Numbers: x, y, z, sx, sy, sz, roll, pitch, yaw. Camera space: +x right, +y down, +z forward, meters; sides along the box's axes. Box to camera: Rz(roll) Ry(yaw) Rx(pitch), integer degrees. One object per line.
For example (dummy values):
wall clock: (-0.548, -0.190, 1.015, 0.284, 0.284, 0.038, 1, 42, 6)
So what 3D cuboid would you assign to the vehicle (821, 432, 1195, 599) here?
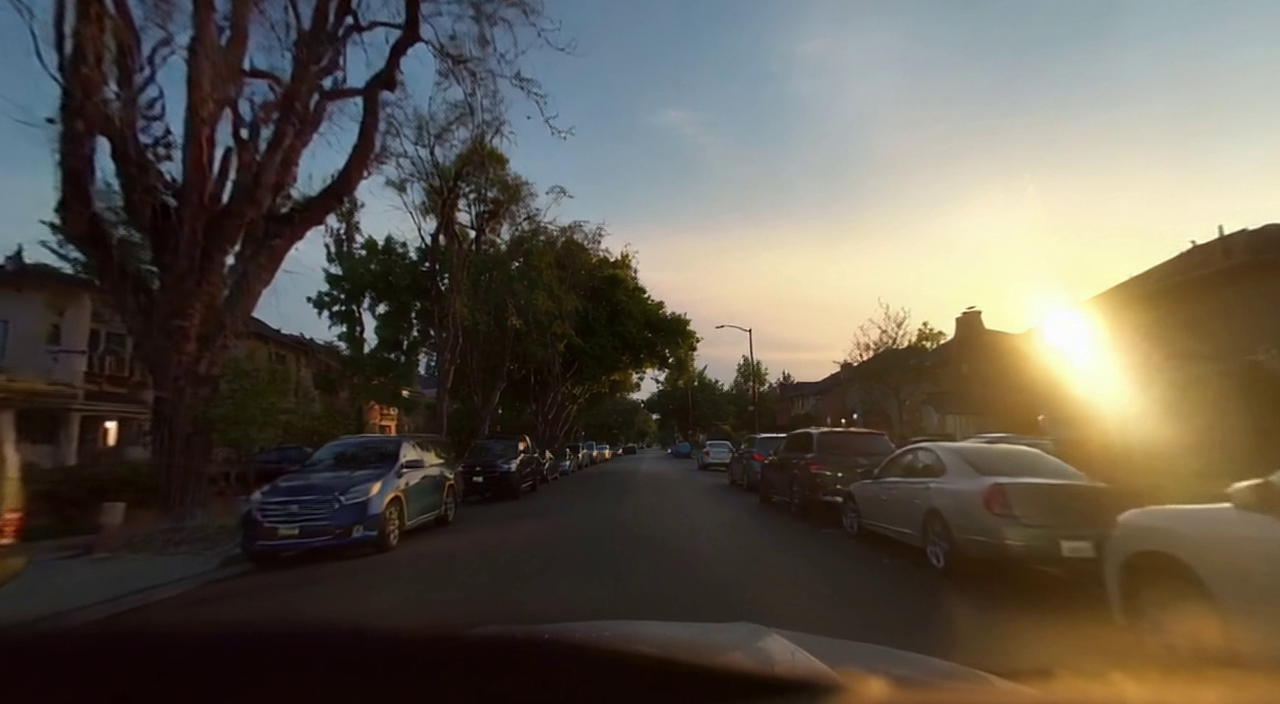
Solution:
vehicle: (3.880, 1.755, 7.779, 1.808, 1.437, 4.337, 1, -8, -3)

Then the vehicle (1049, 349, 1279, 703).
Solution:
vehicle: (3.789, 0.728, 1.931, 1.994, 1.710, 4.699, 0, -8, 1)

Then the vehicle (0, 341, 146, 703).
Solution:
vehicle: (-4.935, 0.756, 1.959, 2.390, 2.123, 5.371, 0, -8, 0)

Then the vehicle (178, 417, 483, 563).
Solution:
vehicle: (-4.817, 2.241, 11.219, 2.683, 1.923, 5.421, 0, -8, 0)

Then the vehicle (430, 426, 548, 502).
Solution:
vehicle: (-4.686, 3.590, 20.750, 2.461, 2.145, 5.415, 0, -8, 1)
